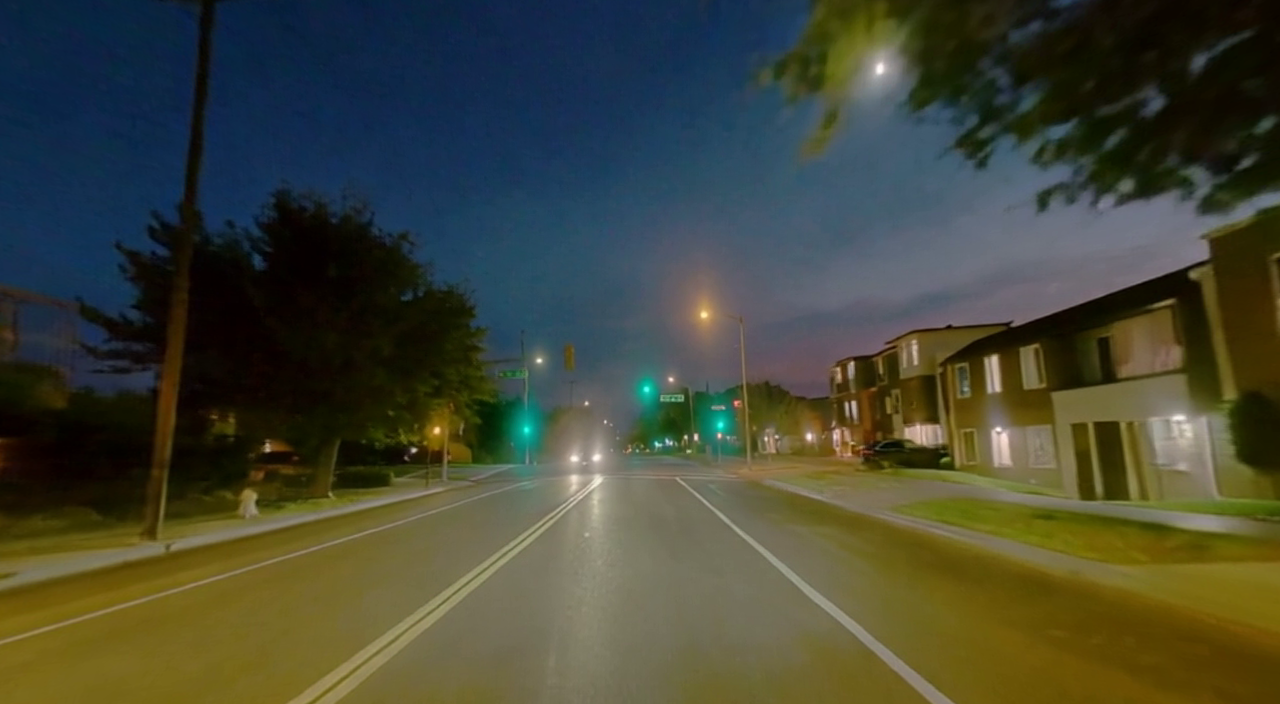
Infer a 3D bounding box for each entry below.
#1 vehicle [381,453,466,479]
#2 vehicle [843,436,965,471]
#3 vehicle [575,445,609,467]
[{"bbox_3d":[-12.398,6.566,36.393,4.135,1.424,1.945,-1,-10,5],"label":"vehicle"},{"bbox_3d":[12.697,4.928,30.562,4.908,1.521,2.108,-1,-10,-4],"label":"vehicle"},{"bbox_3d":[-3.471,7.665,46.393,2.015,1.508,4.353,0,-10,2],"label":"vehicle"}]
